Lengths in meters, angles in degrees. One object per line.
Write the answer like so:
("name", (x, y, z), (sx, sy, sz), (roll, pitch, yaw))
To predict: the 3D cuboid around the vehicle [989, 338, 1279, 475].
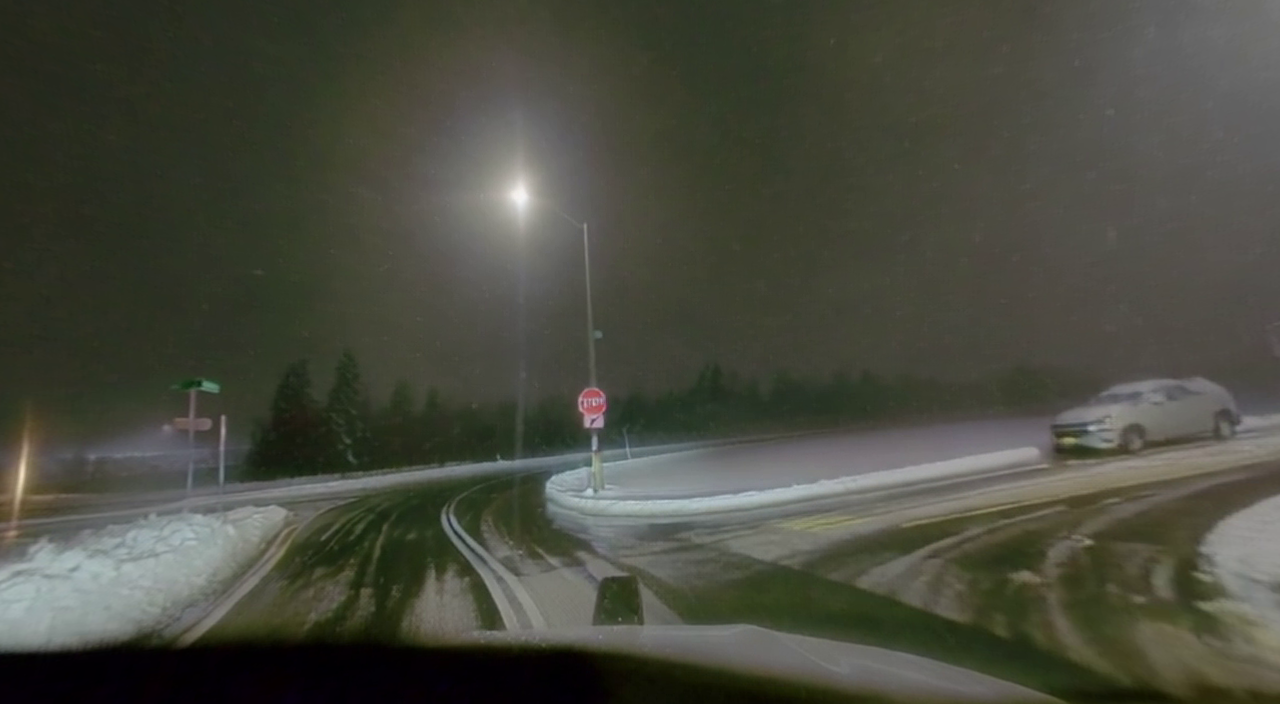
("vehicle", (9.087, 0.986, 11.485), (4.403, 1.574, 1.914), (-9, -6, -15))
